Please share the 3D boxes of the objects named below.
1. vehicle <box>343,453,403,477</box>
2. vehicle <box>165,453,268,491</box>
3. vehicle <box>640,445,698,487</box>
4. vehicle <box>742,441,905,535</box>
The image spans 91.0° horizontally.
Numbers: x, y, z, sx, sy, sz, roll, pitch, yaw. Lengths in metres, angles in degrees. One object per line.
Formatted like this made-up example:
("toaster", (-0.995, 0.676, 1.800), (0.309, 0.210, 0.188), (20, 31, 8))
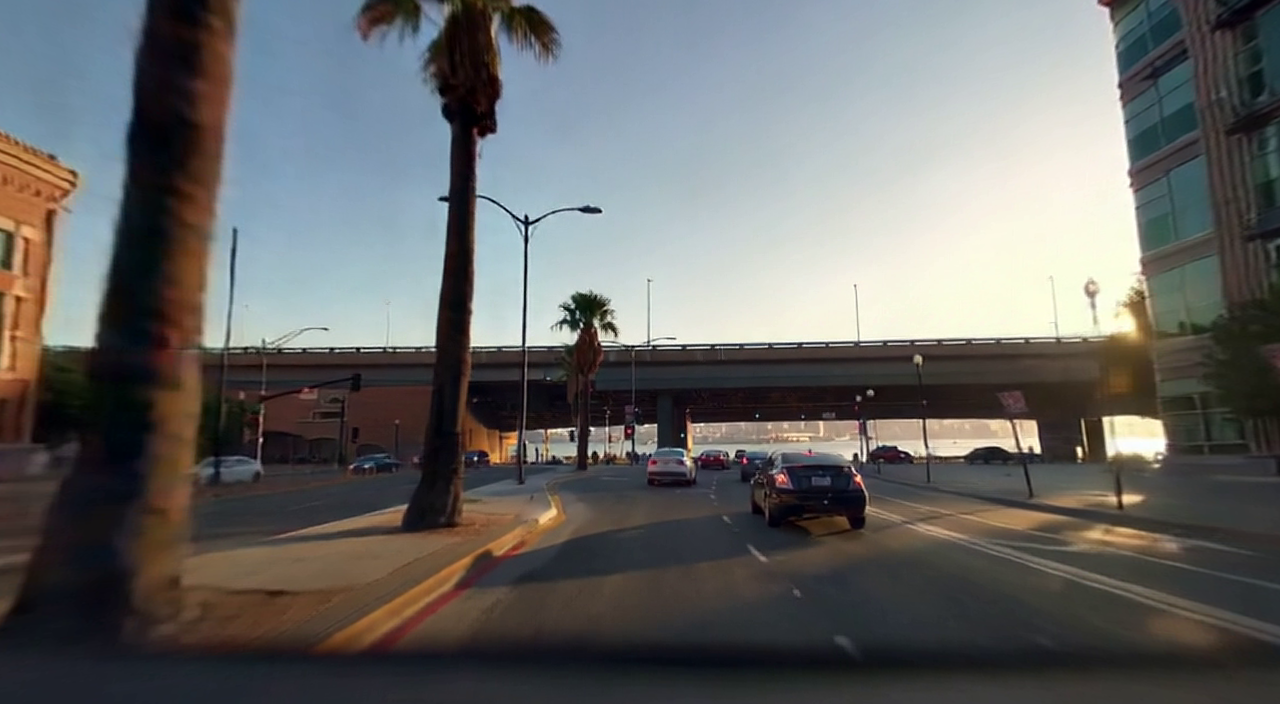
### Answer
("vehicle", (-17.371, 7.359, 41.207), (1.912, 1.482, 4.495), (0, -9, 1))
("vehicle", (-19.647, 5.559, 29.450), (1.850, 1.590, 4.201), (0, -9, 0))
("vehicle", (1.249, 4.548, 25.386), (2.077, 1.518, 3.760), (-1, -9, 7))
("vehicle", (3.391, 2.595, 12.797), (2.051, 1.509, 4.933), (0, -9, 3))
